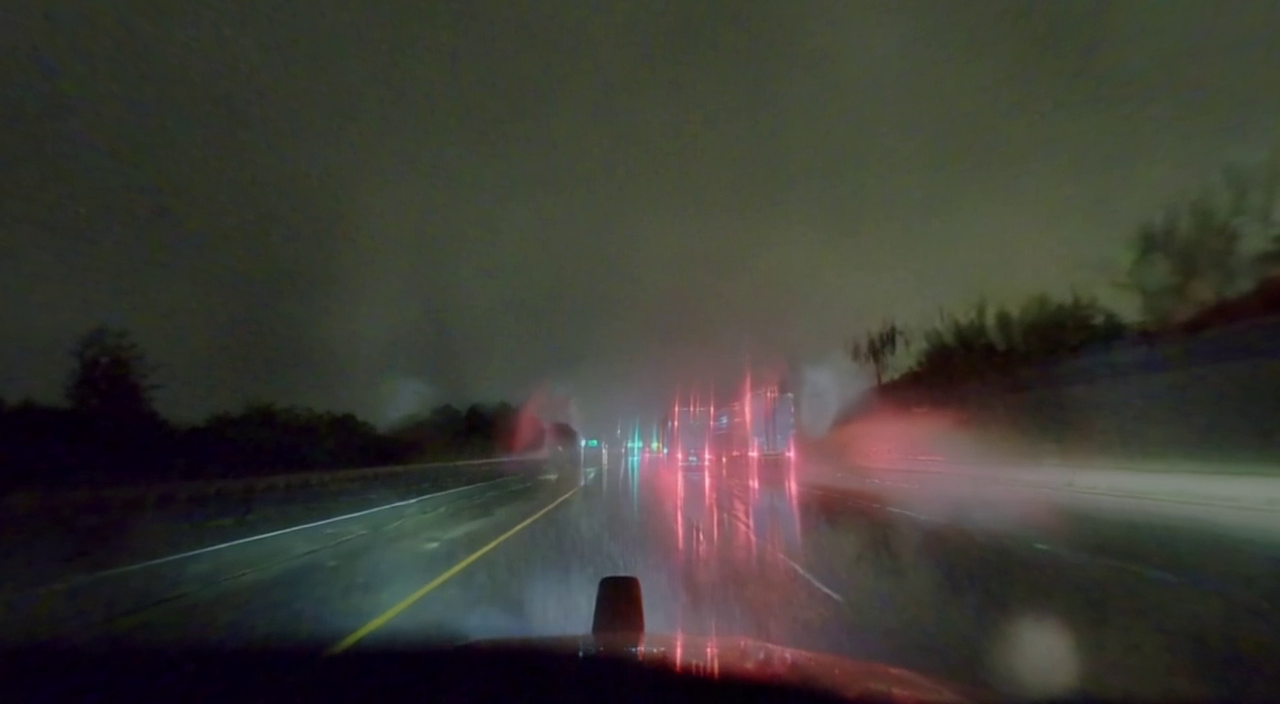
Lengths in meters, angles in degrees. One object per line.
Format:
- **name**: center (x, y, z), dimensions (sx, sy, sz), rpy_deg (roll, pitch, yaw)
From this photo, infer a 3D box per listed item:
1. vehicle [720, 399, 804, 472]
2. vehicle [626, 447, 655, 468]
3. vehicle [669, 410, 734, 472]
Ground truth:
- **vehicle**: center (7.875, 5.793, 42.833), dimensions (3.268, 4.172, 12.771), rpy_deg (-1, -8, 1)
- **vehicle**: center (0.020, 7.752, 46.246), dimensions (2.083, 1.473, 3.923), rpy_deg (0, -9, 0)
- **vehicle**: center (3.511, 5.412, 37.769), dimensions (2.859, 3.332, 7.735), rpy_deg (0, -9, -2)
